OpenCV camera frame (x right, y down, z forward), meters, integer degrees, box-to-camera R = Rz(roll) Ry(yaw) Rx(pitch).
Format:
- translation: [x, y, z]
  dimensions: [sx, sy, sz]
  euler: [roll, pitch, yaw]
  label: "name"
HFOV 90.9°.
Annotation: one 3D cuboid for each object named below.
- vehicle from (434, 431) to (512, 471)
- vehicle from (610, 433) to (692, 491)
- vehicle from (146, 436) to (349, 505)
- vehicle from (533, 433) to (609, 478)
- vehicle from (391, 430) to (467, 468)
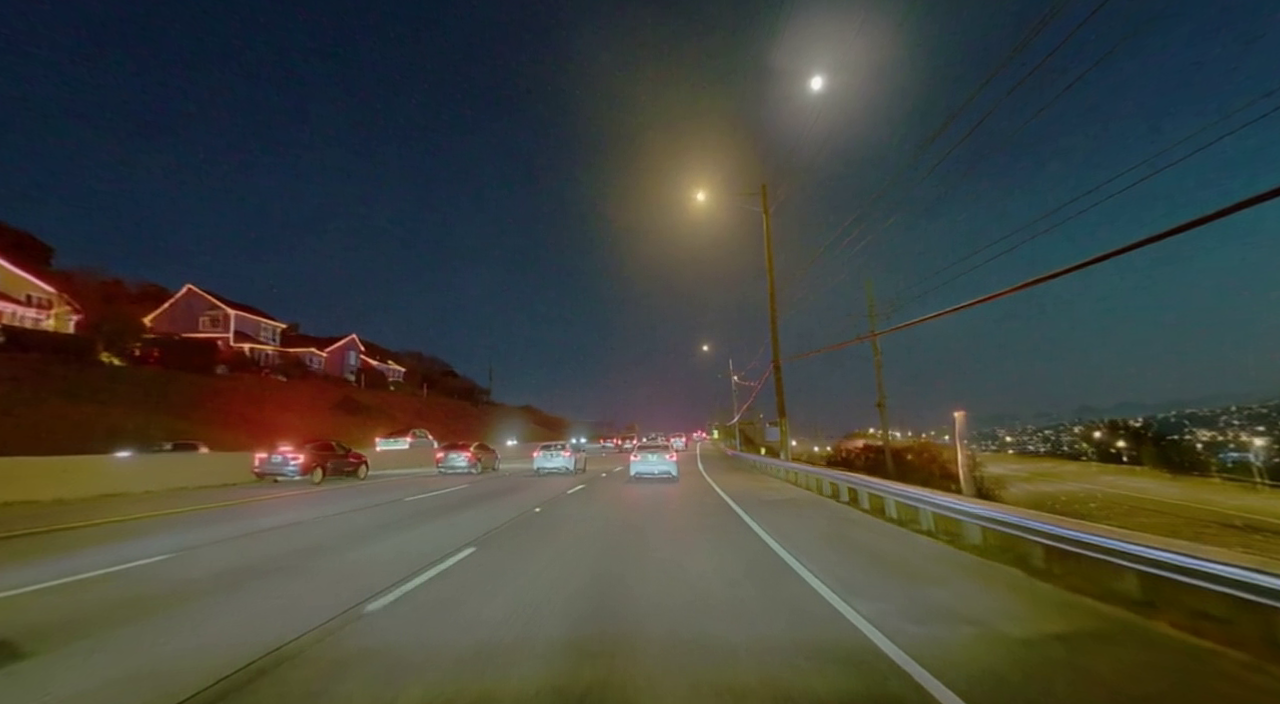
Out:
- translation: [-8.125, 4.862, 31.160]
  dimensions: [2.080, 1.833, 4.461]
  euler: [-1, -8, 8]
  label: "vehicle"
- translation: [0.386, 3.150, 18.425]
  dimensions: [2.109, 1.495, 3.935]
  euler: [-1, -8, 3]
  label: "vehicle"
- translation: [-9.618, 2.905, 16.000]
  dimensions: [1.959, 1.469, 4.450]
  euler: [-1, -8, 6]
  label: "vehicle"
- translation: [-2.660, 4.126, 25.478]
  dimensions: [2.121, 1.639, 4.383]
  euler: [-1, -8, 6]
  label: "vehicle"
- translation: [-11.775, 5.474, 35.593]
  dimensions: [2.105, 1.971, 4.868]
  euler: [-1, -8, 7]
  label: "vehicle"
